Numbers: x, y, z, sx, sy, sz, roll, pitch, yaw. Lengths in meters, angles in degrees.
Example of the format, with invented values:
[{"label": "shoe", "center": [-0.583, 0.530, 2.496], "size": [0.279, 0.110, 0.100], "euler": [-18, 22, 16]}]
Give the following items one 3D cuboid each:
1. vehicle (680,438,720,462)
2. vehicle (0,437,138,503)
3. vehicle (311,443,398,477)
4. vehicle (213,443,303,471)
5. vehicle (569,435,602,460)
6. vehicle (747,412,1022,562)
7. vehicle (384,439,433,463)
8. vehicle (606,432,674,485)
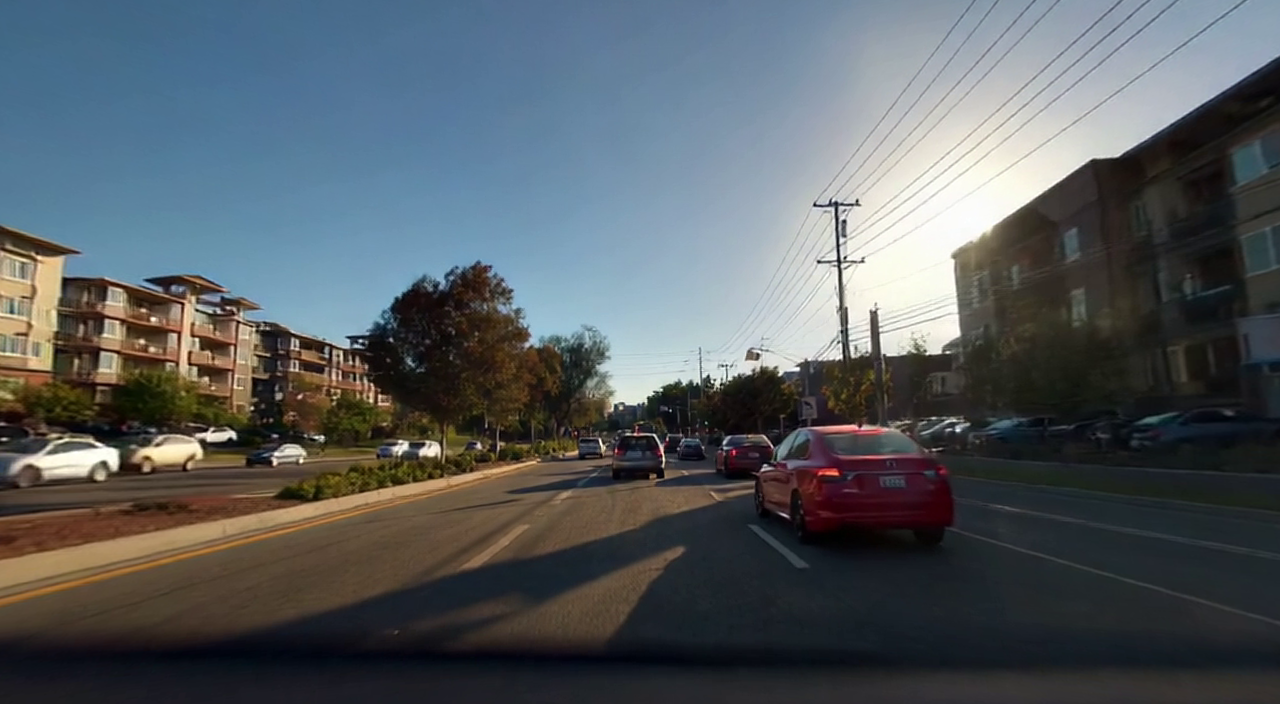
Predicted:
[{"label": "vehicle", "center": [3.760, 6.263, 40.425], "size": [2.054, 1.461, 4.321], "euler": [0, -9, -1]}, {"label": "vehicle", "center": [-16.831, 3.218, 17.592], "size": [1.944, 1.624, 4.561], "euler": [0, -9, 0]}, {"label": "vehicle", "center": [-13.244, 5.035, 29.653], "size": [1.932, 1.455, 4.485], "euler": [-1, -9, 0]}, {"label": "vehicle", "center": [-22.712, 6.249, 37.870], "size": [2.154, 1.568, 5.081], "euler": [-1, -9, 1]}, {"label": "vehicle", "center": [-4.137, 7.356, 48.660], "size": [2.104, 1.773, 4.338], "euler": [0, -9, 0]}, {"label": "vehicle", "center": [3.149, 1.863, 9.496], "size": [2.123, 1.657, 4.719], "euler": [0, -9, -2]}, {"label": "vehicle", "center": [-17.026, 7.339, 46.780], "size": [1.905, 1.634, 4.617], "euler": [0, -9, -1]}, {"label": "vehicle", "center": [-0.018, 3.560, 21.393], "size": [2.073, 1.606, 3.933], "euler": [0, -9, 0]}]
